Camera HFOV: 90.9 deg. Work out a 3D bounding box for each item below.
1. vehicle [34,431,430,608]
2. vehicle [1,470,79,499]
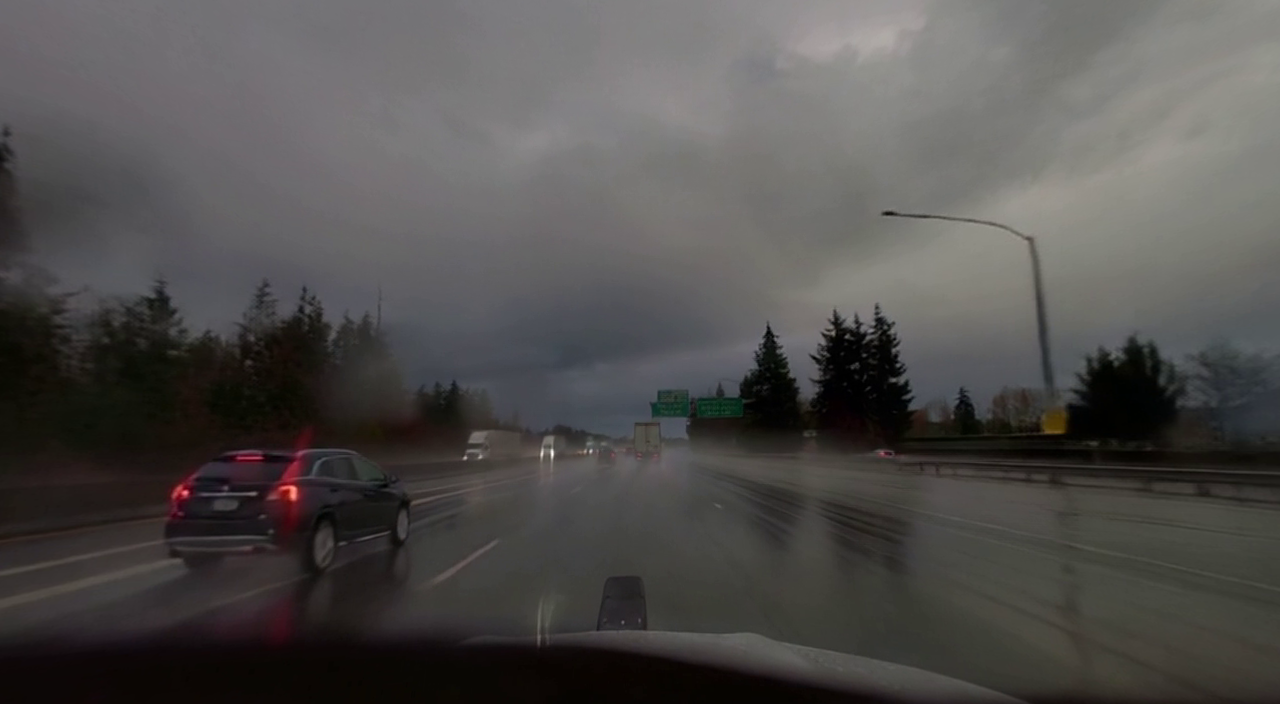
[{"bbox_3d":[-4.186,1.741,7.481,1.945,1.488,4.043,0,-9,1],"label":"vehicle"},{"bbox_3d":[-41.030,9.013,43.248,1.836,1.680,4.531,2,-9,-15],"label":"vehicle"}]
